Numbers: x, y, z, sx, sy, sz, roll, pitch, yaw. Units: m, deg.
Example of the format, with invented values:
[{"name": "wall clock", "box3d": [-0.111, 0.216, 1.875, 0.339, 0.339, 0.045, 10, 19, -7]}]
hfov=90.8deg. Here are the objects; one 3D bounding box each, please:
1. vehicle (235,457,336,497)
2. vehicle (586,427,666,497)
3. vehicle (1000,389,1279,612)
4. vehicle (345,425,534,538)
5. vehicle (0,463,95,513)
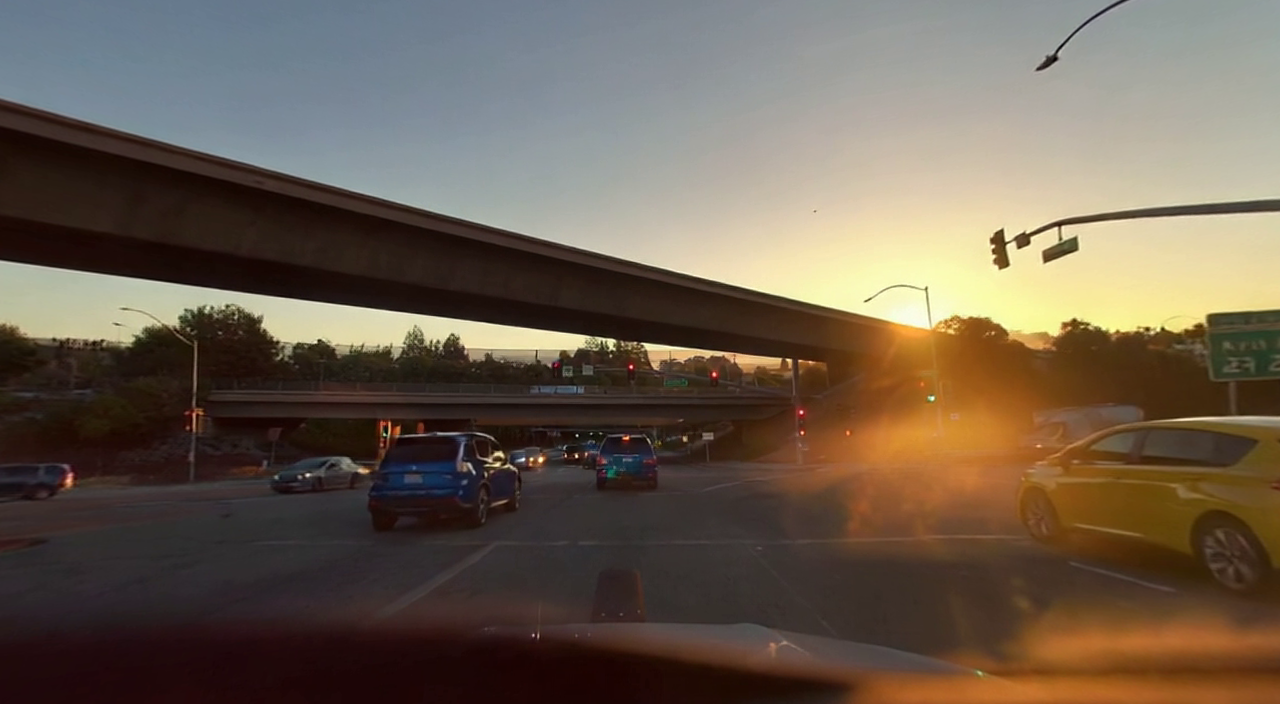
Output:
[{"name": "vehicle", "box3d": [-15.775, 5.556, 28.444, 1.859, 1.542, 4.657, 0, -8, -1]}, {"name": "vehicle", "box3d": [-0.470, 3.588, 21.007, 2.342, 2.026, 4.642, 0, -8, -1]}, {"name": "vehicle", "box3d": [6.232, 1.456, 6.838, 2.074, 1.785, 4.320, 0, -8, 0]}, {"name": "vehicle", "box3d": [-3.587, 2.411, 12.435, 2.060, 1.768, 4.681, -1, -8, 2]}, {"name": "vehicle", "box3d": [-22.914, 4.899, 22.780, 2.044, 1.584, 5.067, 0, -8, -1]}]
